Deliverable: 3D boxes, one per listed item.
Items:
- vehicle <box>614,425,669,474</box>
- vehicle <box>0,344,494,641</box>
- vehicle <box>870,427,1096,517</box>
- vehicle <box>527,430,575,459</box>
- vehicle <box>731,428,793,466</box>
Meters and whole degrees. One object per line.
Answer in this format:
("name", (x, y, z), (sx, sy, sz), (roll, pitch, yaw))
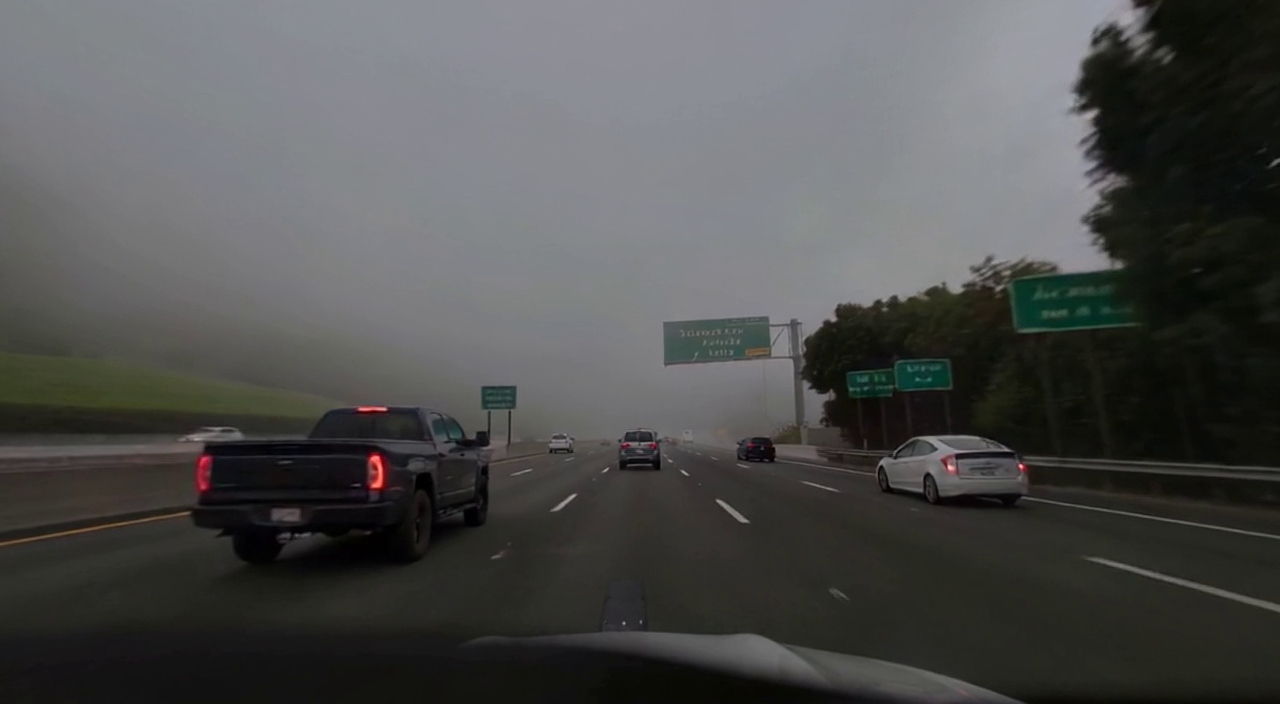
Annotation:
("vehicle", (0.068, 3.902, 25.428), (2.052, 1.808, 3.898), (0, -8, 0))
("vehicle", (-3.452, 1.352, 7.198), (2.316, 1.999, 5.765), (0, -8, -1))
("vehicle", (6.446, 2.298, 12.576), (1.998, 1.456, 4.338), (0, -8, -1))
("vehicle", (-6.002, 6.361, 43.205), (2.238, 1.837, 5.979), (-1, -8, 2))
("vehicle", (6.136, 4.853, 32.258), (2.067, 1.775, 4.372), (0, -8, -3))
